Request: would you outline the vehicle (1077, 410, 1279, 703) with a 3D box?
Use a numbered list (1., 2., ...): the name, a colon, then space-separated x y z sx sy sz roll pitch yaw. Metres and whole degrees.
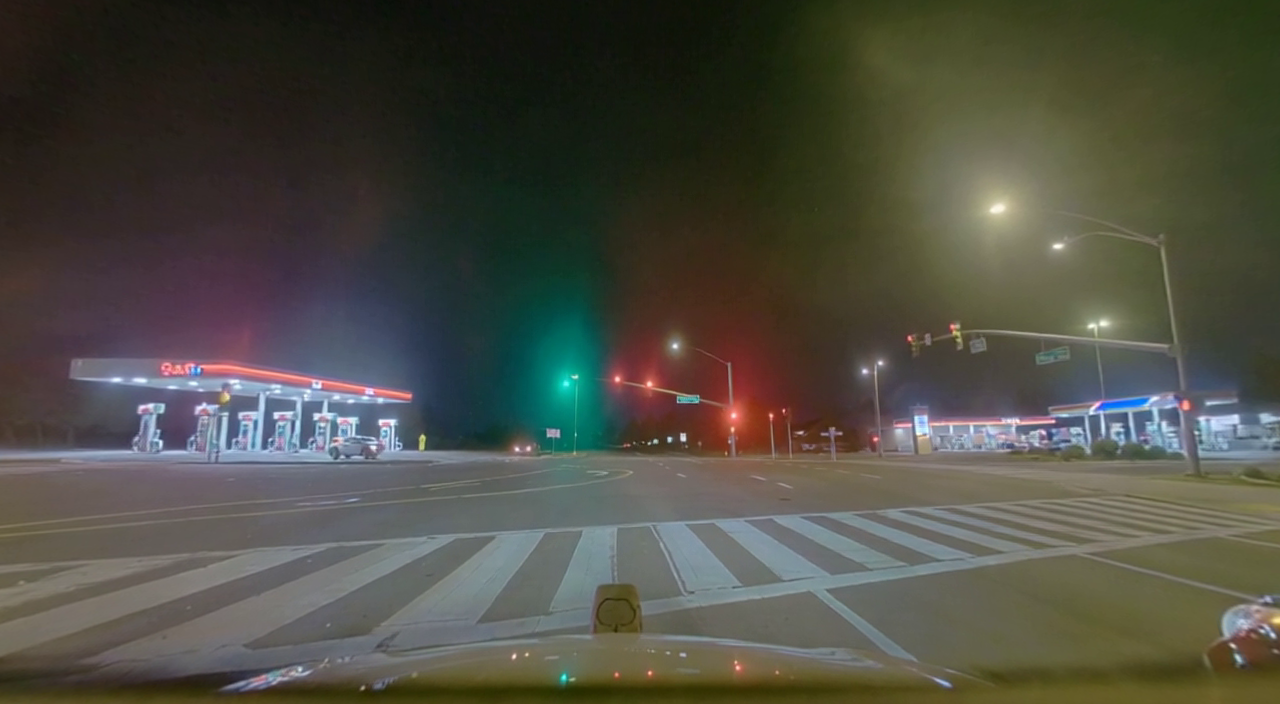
1. vehicle: 3.323 0.745 1.023 2.023 1.437 4.477 0 -9 0
